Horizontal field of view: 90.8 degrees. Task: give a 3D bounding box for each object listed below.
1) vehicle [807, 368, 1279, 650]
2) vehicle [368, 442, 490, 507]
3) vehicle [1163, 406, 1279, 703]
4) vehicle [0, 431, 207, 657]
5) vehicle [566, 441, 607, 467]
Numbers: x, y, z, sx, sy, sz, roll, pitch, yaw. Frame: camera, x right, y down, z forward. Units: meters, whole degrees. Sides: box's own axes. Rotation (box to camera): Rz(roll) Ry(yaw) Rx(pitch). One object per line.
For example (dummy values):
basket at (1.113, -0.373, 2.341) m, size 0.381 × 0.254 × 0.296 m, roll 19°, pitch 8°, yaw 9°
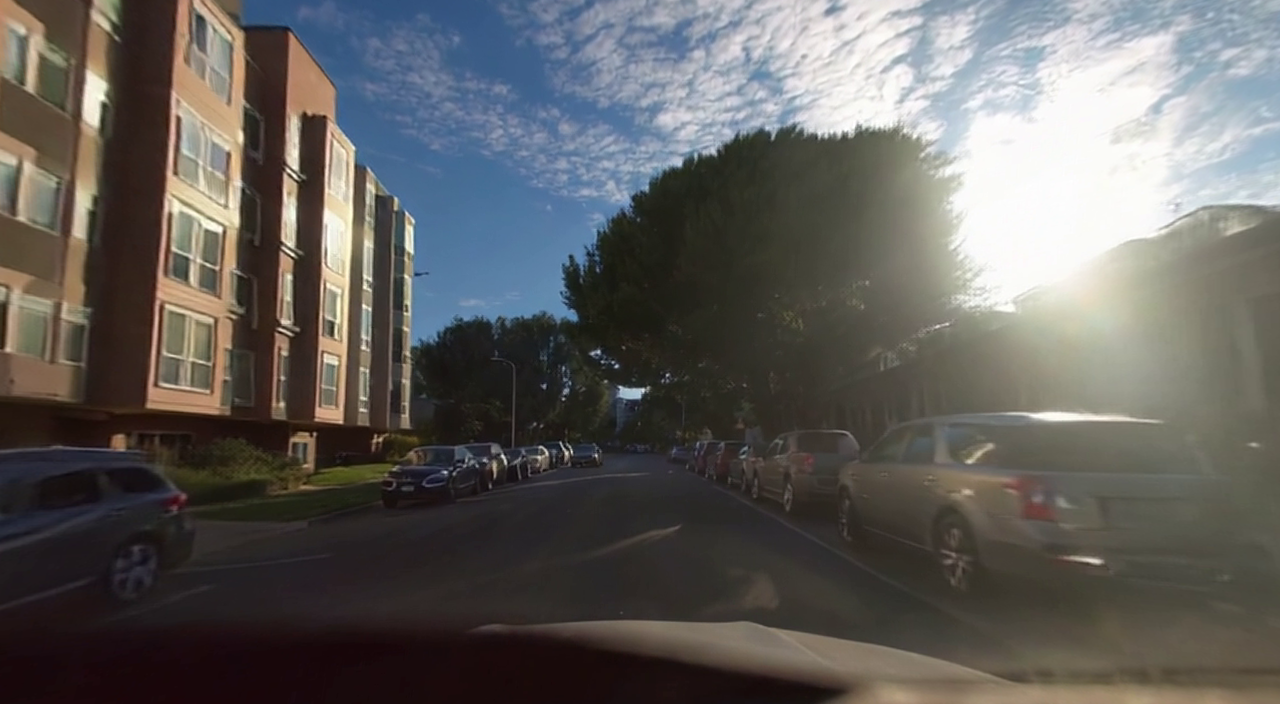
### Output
vehicle at (3.391, 1.367, 6.630) m, size 1.835 × 1.809 × 4.997 m, roll 0°, pitch -8°, yaw -1°
vehicle at (-5.450, 3.178, 16.951) m, size 1.647 × 1.481 × 4.433 m, roll 0°, pitch -8°, yaw 1°
vehicle at (3.707, 0.748, 1.018) m, size 1.740 × 1.527 × 4.602 m, roll 0°, pitch -8°, yaw -1°
vehicle at (-5.117, 1.323, 4.458) m, size 1.628 × 1.504 × 3.500 m, roll 0°, pitch -8°, yaw 0°
vehicle at (-3.191, 6.210, 38.573) m, size 1.939 × 1.504 × 4.121 m, roll -1°, pitch -8°, yaw 3°
